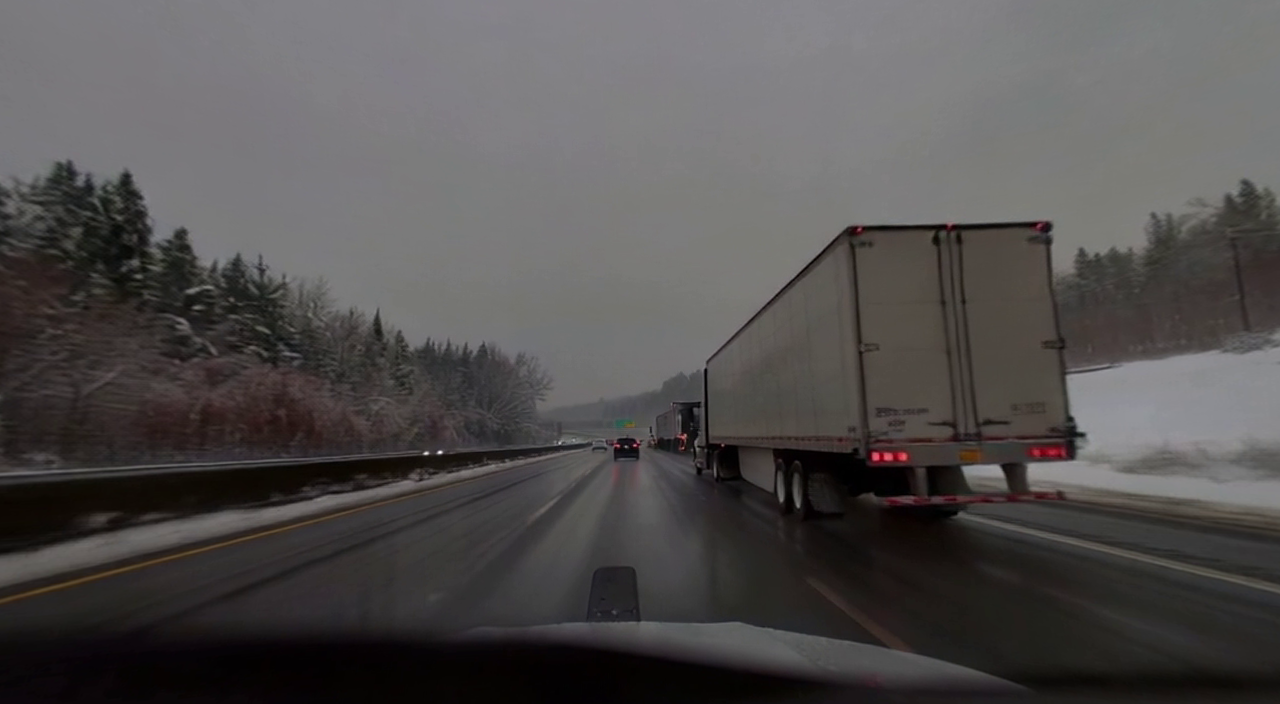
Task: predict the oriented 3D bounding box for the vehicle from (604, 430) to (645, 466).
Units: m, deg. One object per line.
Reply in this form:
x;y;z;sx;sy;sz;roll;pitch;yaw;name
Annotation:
-0.875;5.490;36.048;2.211;1.933;4.315;0;-8;-2;vehicle

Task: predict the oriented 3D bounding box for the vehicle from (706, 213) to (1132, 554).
4.043;1.322;14.763;3.005;4.121;14.417;0;-8;-2;vehicle

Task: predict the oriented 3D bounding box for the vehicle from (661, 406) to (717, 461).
3.462;6.212;47.491;2.947;3.657;11.192;0;-8;-2;vehicle
